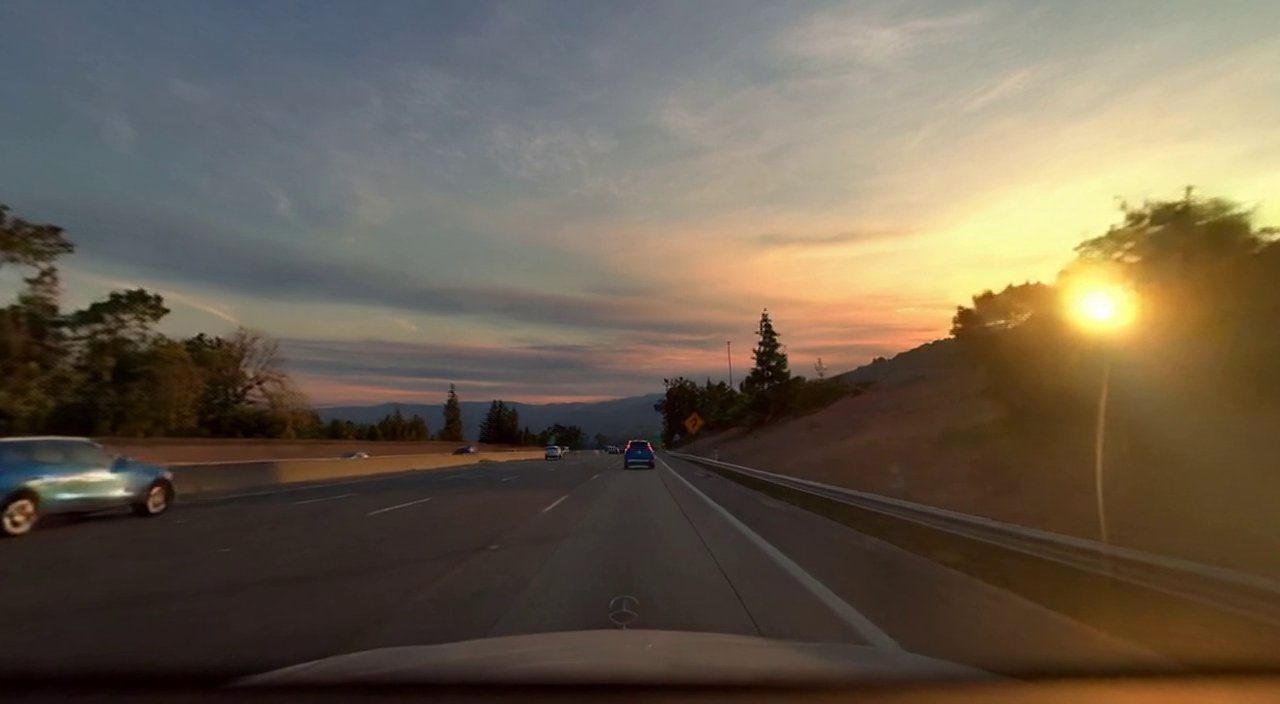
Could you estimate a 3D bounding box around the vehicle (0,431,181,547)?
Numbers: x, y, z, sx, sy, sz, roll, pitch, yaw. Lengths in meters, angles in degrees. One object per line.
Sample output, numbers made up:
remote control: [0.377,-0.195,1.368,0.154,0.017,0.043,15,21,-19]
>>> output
vehicle: [-10.324,2.151,10.214,2.037,1.661,4.885,0,-8,1]

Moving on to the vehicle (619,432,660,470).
vehicle: [-0.027,5.963,38.183,2.318,2.145,4.561,0,-8,0]
